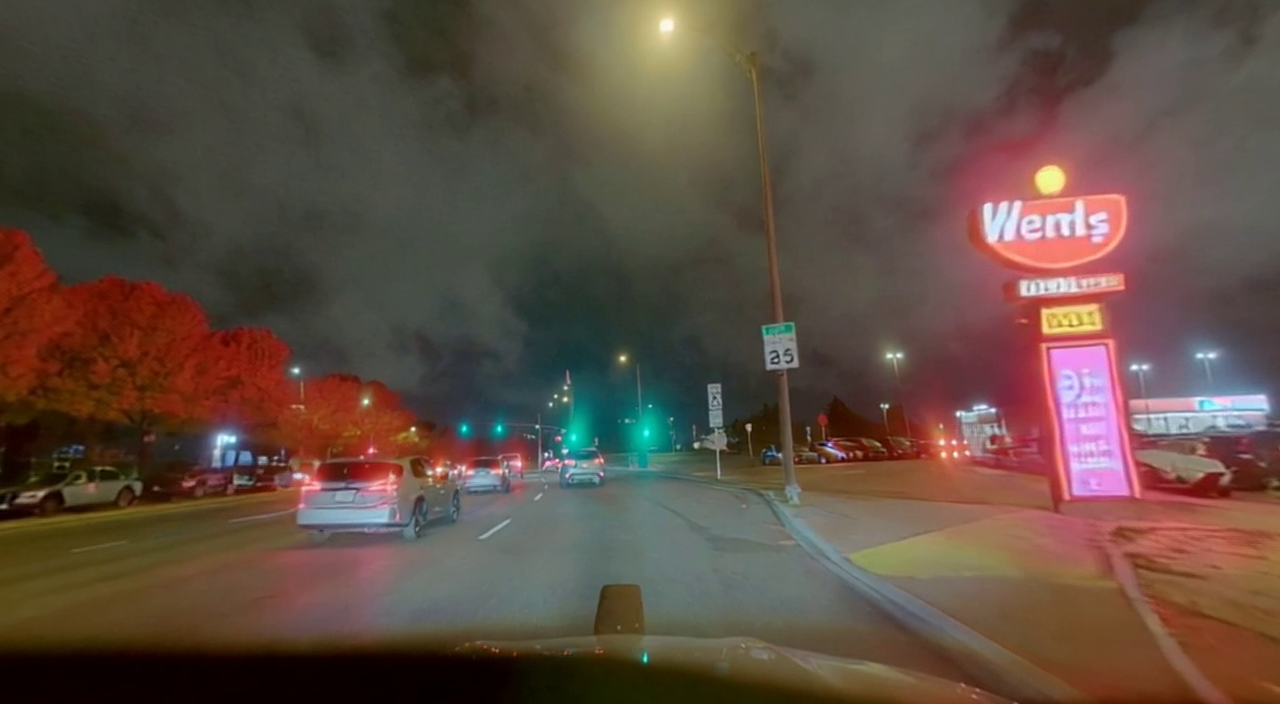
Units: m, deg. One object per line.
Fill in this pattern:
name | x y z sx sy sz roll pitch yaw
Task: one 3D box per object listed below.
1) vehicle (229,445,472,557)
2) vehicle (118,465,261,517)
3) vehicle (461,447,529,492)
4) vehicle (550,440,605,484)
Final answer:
vehicle | -4.709 2.474 11.403 2.090 1.506 5.326 1 -9 -3
vehicle | -16.524 5.074 23.472 1.968 1.574 4.683 1 -9 -2
vehicle | -5.496 4.460 24.392 1.974 1.549 4.603 2 -9 -6
vehicle | -2.712 4.656 26.953 2.144 1.704 4.028 2 -9 -7
